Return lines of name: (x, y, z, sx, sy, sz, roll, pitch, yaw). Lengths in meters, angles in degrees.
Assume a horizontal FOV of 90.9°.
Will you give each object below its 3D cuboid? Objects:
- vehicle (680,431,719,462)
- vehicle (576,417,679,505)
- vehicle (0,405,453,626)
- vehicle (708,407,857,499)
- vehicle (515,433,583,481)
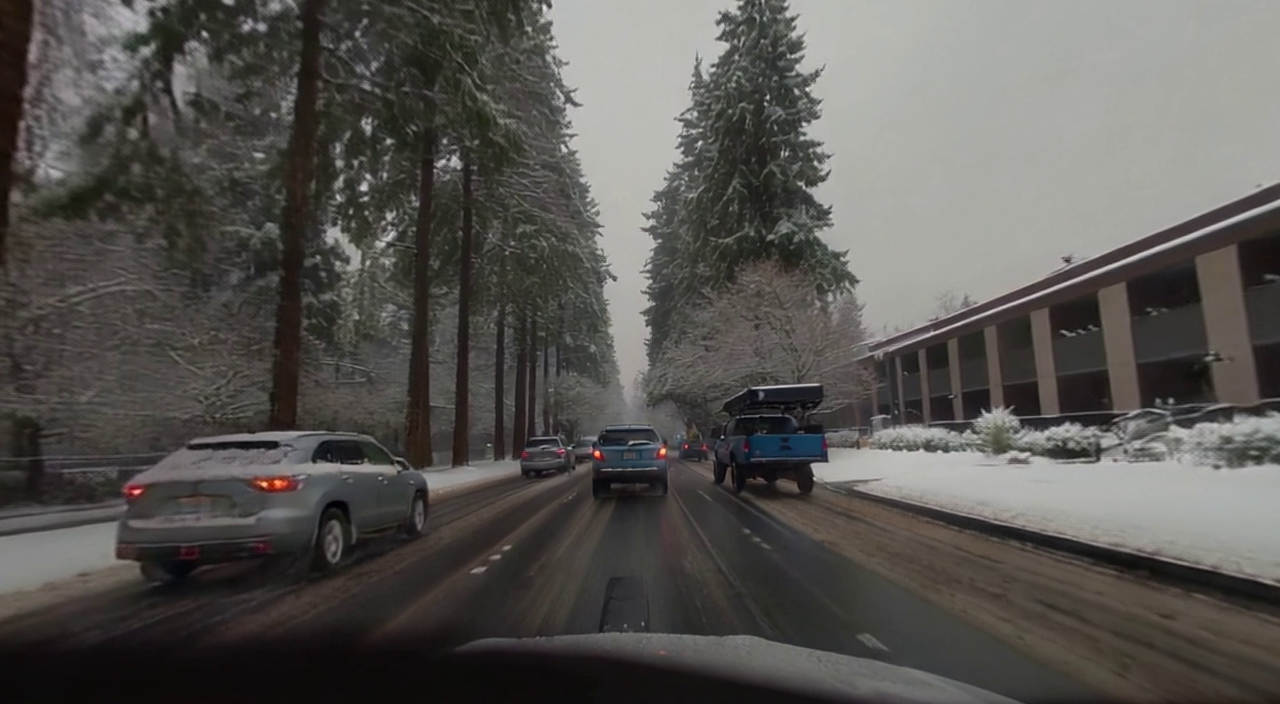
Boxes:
vehicle: (4.002, 6.476, 43.210, 2.183, 1.948, 4.633, 0, -9, -1)
vehicle: (-0.225, 2.515, 14.873, 2.075, 1.770, 4.018, 0, -9, 1)
vehicle: (-3.840, 1.560, 7.058, 1.959, 1.614, 4.676, 0, -9, 1)
vehicle: (3.544, 2.731, 17.317, 2.655, 2.054, 6.098, 0, -9, 0)
vehicle: (-3.302, 3.899, 23.588, 1.894, 1.642, 3.861, 0, -9, 1)
